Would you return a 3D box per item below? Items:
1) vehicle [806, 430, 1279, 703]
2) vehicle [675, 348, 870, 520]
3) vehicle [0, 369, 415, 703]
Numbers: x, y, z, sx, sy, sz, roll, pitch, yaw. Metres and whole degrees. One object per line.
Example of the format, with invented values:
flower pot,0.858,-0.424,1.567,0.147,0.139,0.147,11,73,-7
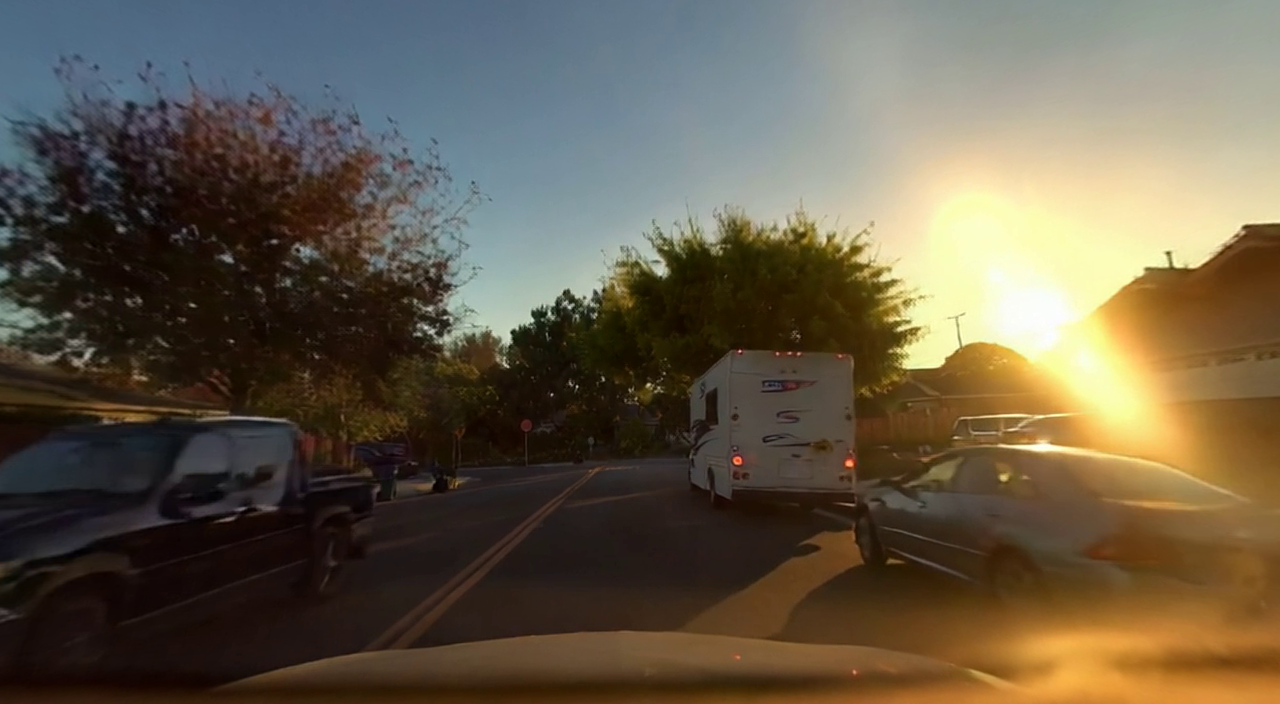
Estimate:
vehicle,3.163,1.479,5.676,1.870,1.429,4.743,0,-8,-2
vehicle,2.742,2.185,16.426,2.915,3.243,8.972,0,-8,-1
vehicle,-3.605,1.267,4.940,2.194,1.763,4.288,0,-8,-2
